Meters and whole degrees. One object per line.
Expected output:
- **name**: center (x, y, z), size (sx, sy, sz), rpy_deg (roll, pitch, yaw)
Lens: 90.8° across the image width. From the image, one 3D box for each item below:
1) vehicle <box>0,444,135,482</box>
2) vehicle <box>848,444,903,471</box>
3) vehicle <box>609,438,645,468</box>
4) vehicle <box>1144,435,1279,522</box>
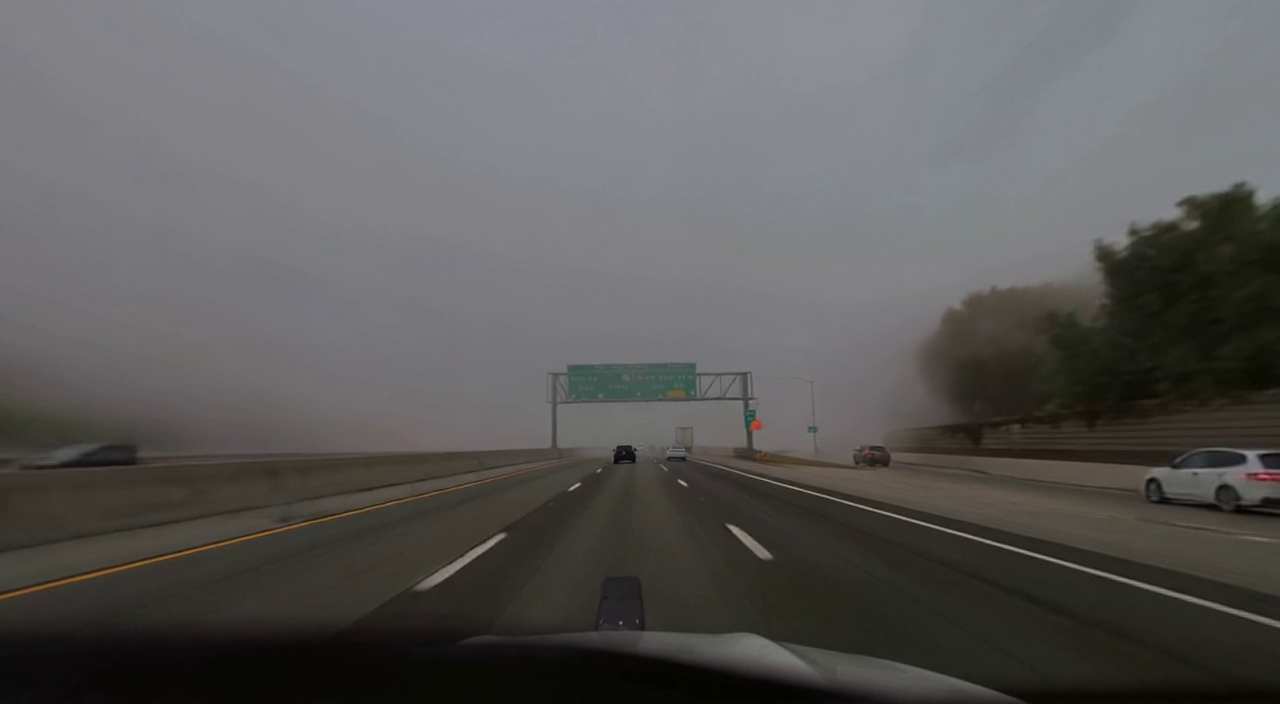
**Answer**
- **vehicle**: center (-25.405, 4.896, 28.173), size (1.931, 1.538, 4.599), rpy_deg (0, -9, 0)
- **vehicle**: center (14.471, 6.508, 39.077), size (1.867, 1.563, 4.436), rpy_deg (0, -9, 3)
- **vehicle**: center (-0.753, 6.188, 38.757), size (2.121, 1.739, 4.087), rpy_deg (0, -9, 0)
- **vehicle**: center (13.341, 2.608, 13.290), size (1.912, 1.673, 4.438), rpy_deg (0, -9, 2)
